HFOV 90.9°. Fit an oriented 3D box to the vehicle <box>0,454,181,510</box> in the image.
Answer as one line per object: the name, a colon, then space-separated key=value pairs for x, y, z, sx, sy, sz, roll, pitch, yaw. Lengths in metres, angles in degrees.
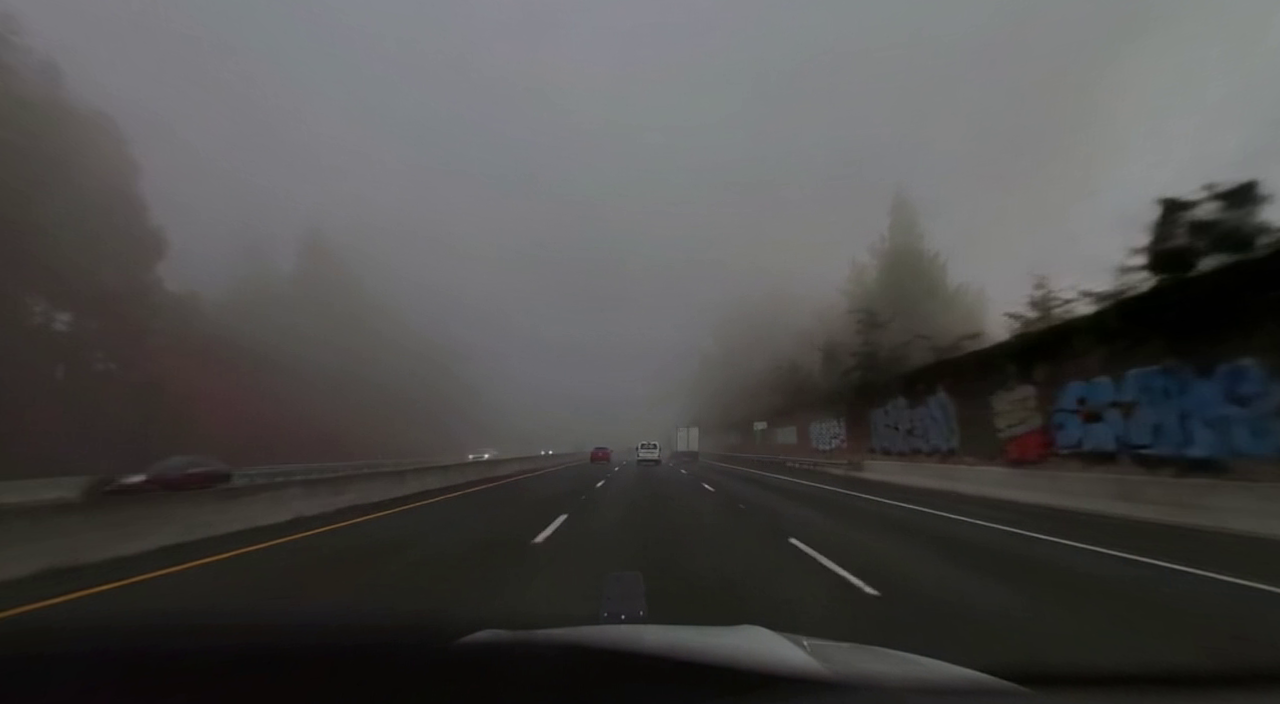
vehicle: x=-16.474 y=3.871 z=19.173 sx=1.884 sy=1.462 sz=4.122 roll=0 pitch=-9 yaw=0

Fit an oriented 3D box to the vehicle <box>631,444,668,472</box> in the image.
vehicle: x=0.526 y=6.134 z=36.713 sx=2.009 sy=1.506 sz=4.091 roll=0 pitch=-9 yaw=0

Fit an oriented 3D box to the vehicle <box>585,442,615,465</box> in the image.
vehicle: x=-3.107 y=8.045 z=49.880 sx=2.095 sy=1.671 sz=4.193 roll=0 pitch=-9 yaw=0
